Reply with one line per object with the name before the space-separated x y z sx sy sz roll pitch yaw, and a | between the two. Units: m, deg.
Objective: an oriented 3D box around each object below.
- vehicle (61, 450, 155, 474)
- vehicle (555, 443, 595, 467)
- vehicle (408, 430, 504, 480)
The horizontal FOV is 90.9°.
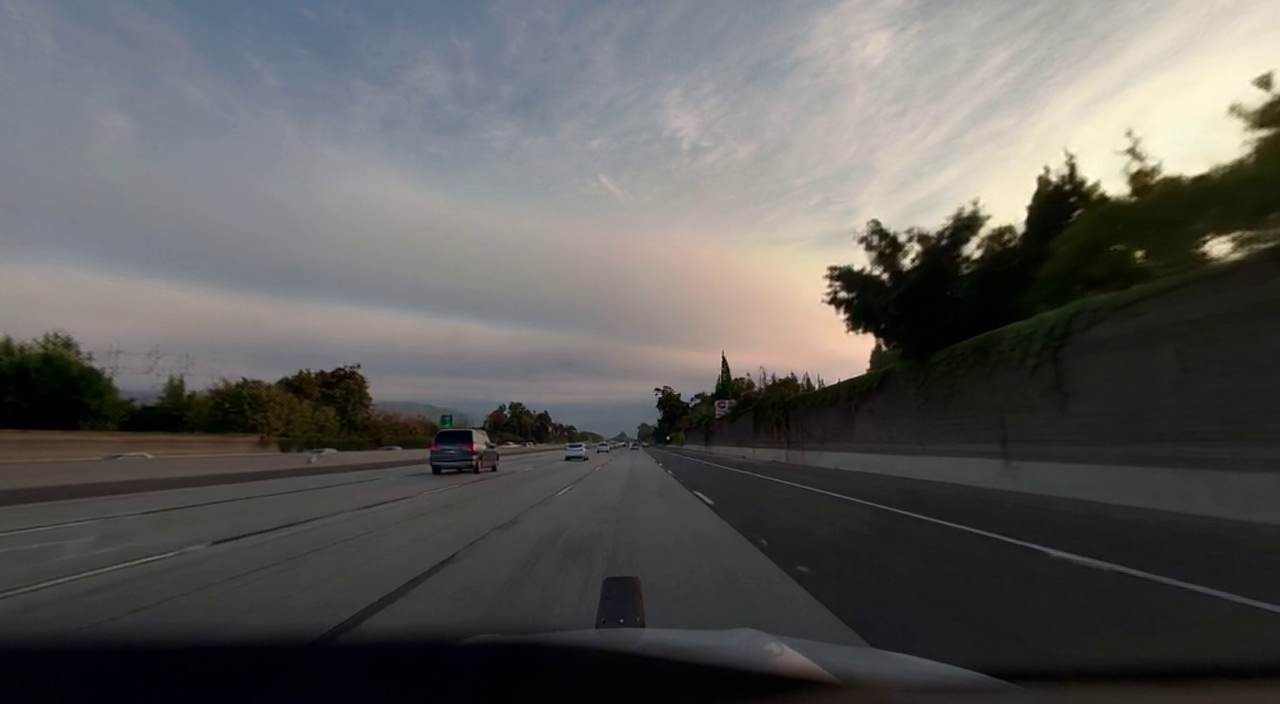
vehicle | -36.823 7.603 43.820 1.946 1.544 5.230 0 -8 0
vehicle | -4.145 6.633 40.867 2.106 1.452 4.525 0 -8 0
vehicle | -7.807 4.465 27.606 2.351 1.922 6.335 0 -8 0
